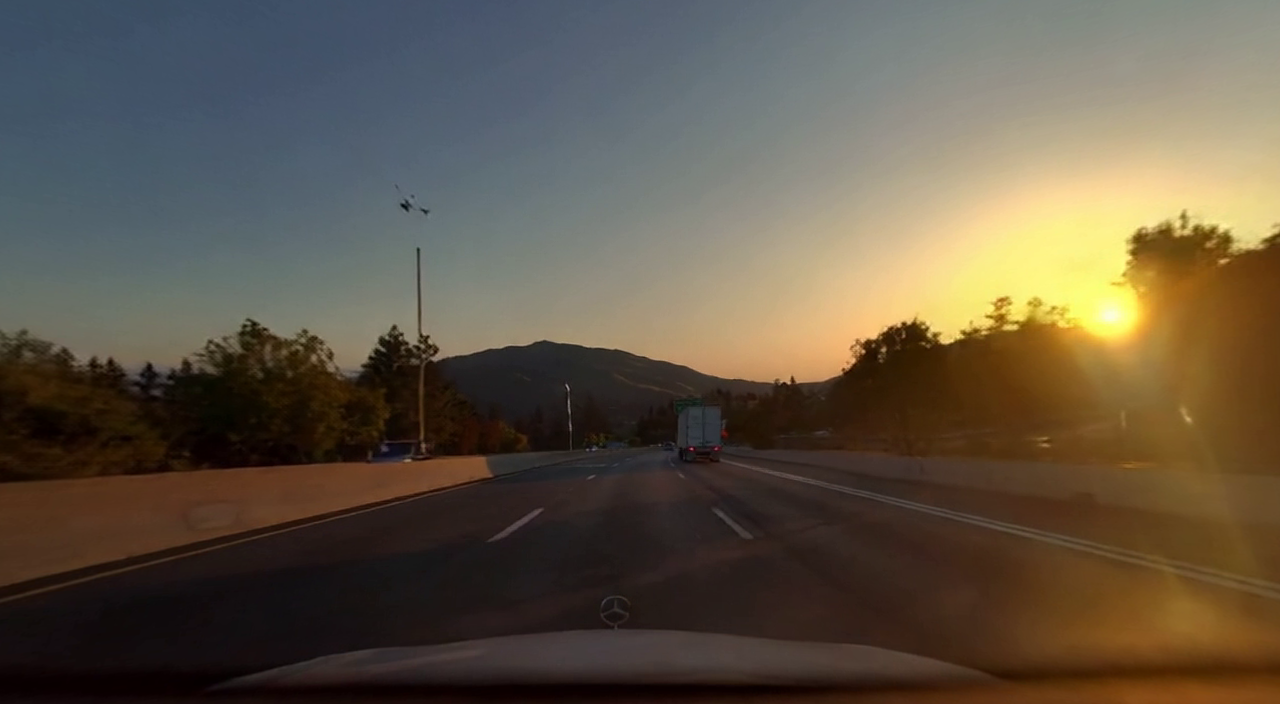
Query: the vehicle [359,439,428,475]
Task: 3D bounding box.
[{"bbox_3d":[-18.666,7.924,48.193,2.288,2.531,6.938,-1,-8,2],"label":"vehicle"}]
